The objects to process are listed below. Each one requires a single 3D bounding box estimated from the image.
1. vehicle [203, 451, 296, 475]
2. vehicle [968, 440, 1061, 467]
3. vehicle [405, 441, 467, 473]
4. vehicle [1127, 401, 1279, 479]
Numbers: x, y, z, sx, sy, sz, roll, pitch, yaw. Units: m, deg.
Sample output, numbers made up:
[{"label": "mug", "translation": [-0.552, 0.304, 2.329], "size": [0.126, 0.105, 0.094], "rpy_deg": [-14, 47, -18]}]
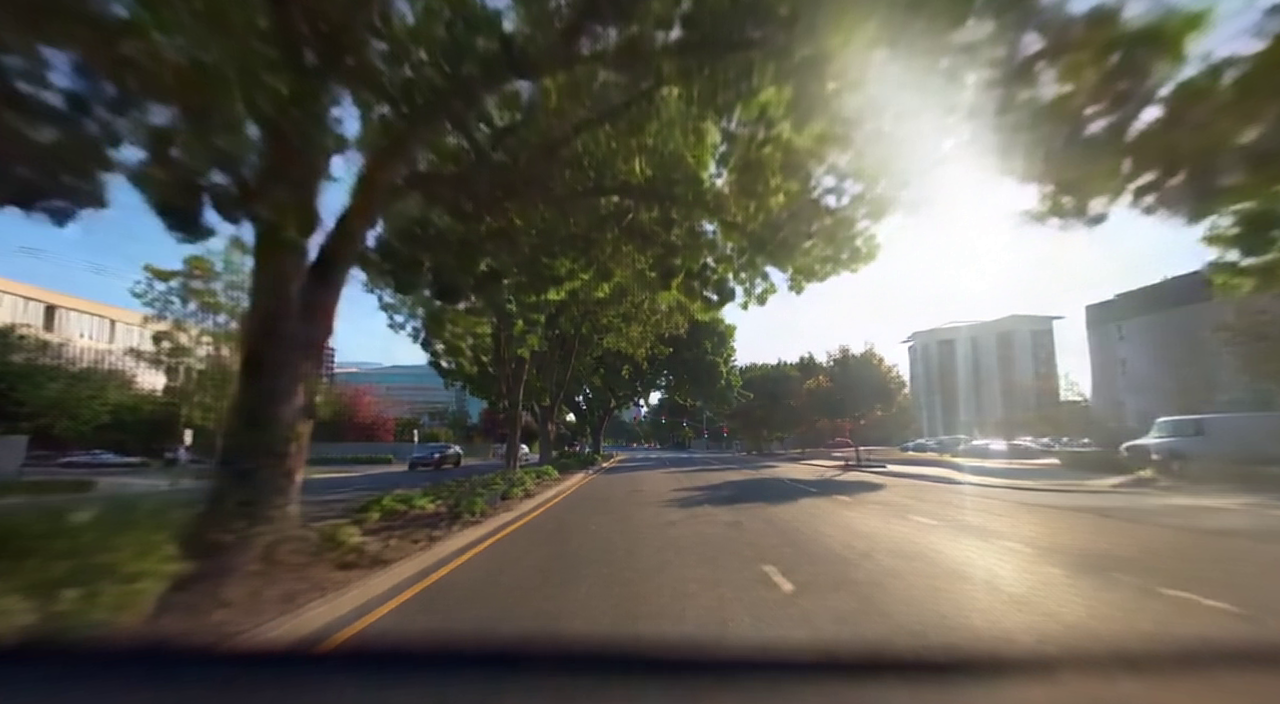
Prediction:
[{"label": "vehicle", "translation": [-25.120, 7.152, 40.620], "size": [4.663, 1.464, 1.906], "rpy_deg": [0, -8, -1]}, {"label": "vehicle", "translation": [21.650, 5.862, 36.559], "size": [4.176, 1.490, 1.871], "rpy_deg": [0, -8, -3]}, {"label": "vehicle", "translation": [-11.890, 6.150, 37.130], "size": [2.056, 1.763, 4.629], "rpy_deg": [0, -8, 1]}, {"label": "vehicle", "translation": [21.652, 3.195, 22.859], "size": [5.506, 2.643, 2.681], "rpy_deg": [-1, -8, 3]}]
